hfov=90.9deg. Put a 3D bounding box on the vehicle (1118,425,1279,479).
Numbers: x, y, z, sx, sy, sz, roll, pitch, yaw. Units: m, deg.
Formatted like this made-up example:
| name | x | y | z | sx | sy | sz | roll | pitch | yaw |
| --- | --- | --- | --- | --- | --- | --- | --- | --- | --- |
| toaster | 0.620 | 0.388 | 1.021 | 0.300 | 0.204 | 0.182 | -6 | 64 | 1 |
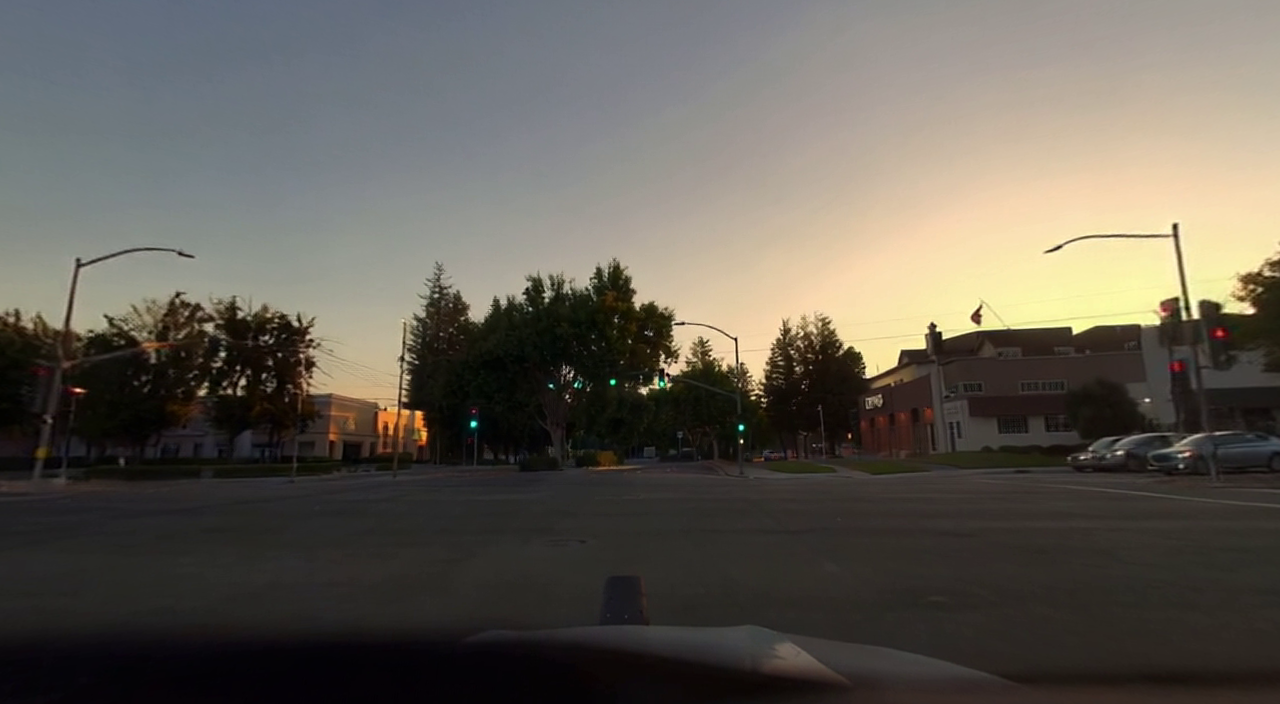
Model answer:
| name | x | y | z | sx | sy | sz | roll | pitch | yaw |
| --- | --- | --- | --- | --- | --- | --- | --- | --- | --- |
| vehicle | 18.165 | 3.163 | 20.035 | 4.288 | 1.600 | 1.927 | 0 | -8 | 1 |
